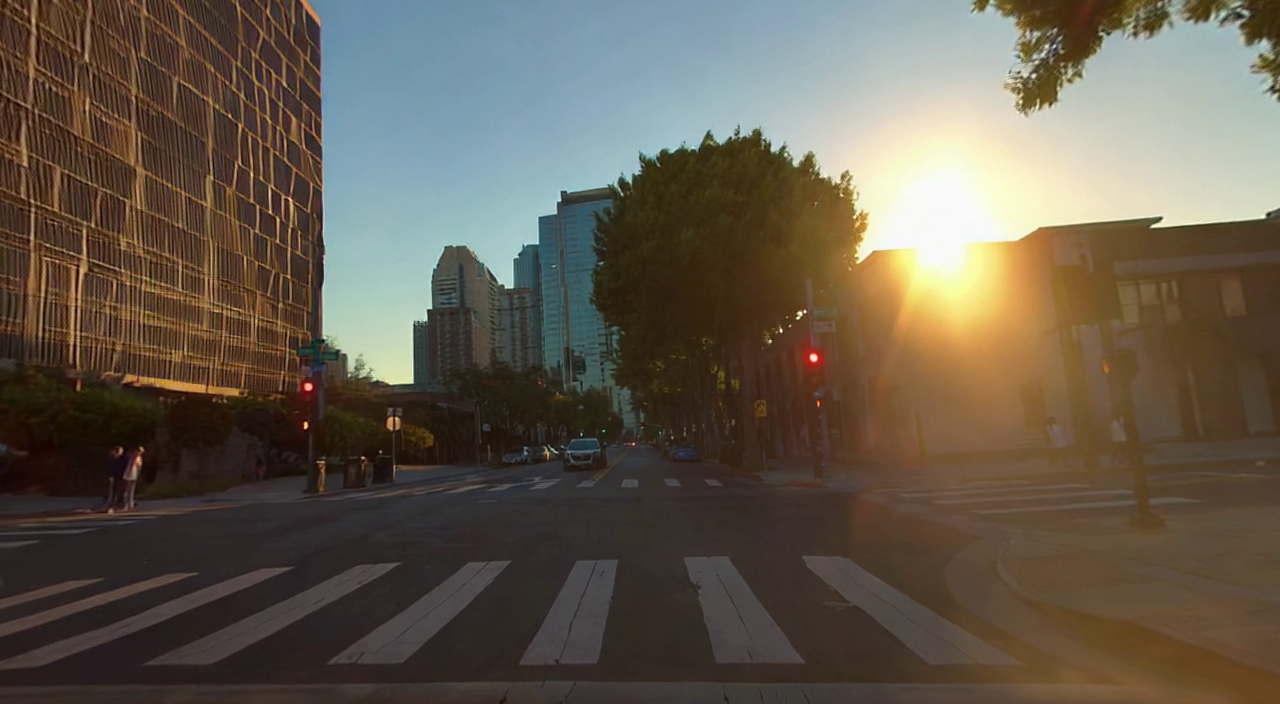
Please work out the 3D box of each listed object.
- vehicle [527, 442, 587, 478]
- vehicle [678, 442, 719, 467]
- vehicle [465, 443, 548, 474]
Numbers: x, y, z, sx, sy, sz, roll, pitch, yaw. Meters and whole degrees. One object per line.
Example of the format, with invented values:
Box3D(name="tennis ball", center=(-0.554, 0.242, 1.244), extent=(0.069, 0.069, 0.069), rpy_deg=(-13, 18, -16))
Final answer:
Box3D(name="vehicle", center=(-3.658, 4.836, 28.604), extent=(1.989, 1.481, 4.500), rpy_deg=(0, -8, 1))
Box3D(name="vehicle", center=(3.549, 6.280, 38.871), extent=(1.853, 1.426, 4.160), rpy_deg=(1, -8, -3))
Box3D(name="vehicle", center=(-8.011, 6.363, 38.025), extent=(4.526, 1.726, 1.963), rpy_deg=(8, -12, -44))
